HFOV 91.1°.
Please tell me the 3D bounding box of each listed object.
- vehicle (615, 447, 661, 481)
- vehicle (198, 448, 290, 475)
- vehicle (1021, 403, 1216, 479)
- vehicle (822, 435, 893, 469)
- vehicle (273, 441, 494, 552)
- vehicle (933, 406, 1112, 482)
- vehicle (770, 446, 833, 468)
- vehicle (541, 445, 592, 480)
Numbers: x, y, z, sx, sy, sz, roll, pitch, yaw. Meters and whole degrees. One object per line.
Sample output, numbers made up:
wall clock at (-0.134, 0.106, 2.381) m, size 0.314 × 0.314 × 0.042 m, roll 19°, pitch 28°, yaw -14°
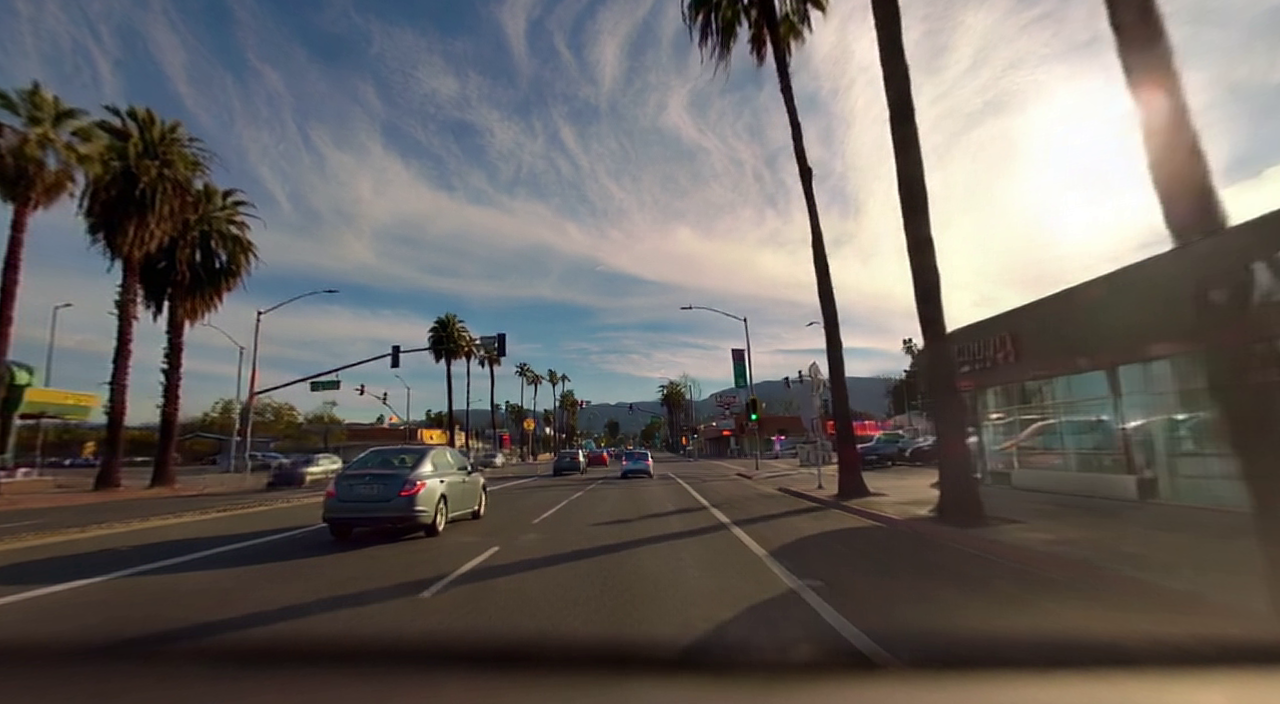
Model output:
vehicle at (-0.038, 5.453, 30.792) m, size 2.094 × 1.496 × 4.070 m, roll 0°, pitch -8°, yaw 1°
vehicle at (-30.870, 8.554, 49.015) m, size 5.616 × 1.927 × 2.324 m, roll -1°, pitch -8°, yaw 2°
vehicle at (13.887, 2.695, 18.713) m, size 2.003 × 1.910 × 4.725 m, roll -2°, pitch -9°, yaw 0°
vehicle at (11.141, 5.142, 32.499) m, size 1.982 × 1.623 × 4.211 m, roll 0°, pitch -9°, yaw -2°
vehicle at (-4.077, 2.333, 10.960) m, size 1.904 × 1.513 × 4.410 m, roll 0°, pitch -9°, yaw 1°
vehicle at (11.104, 2.783, 18.870) m, size 2.111 × 1.875 × 5.301 m, roll -2°, pitch -9°, yaw 1°
vehicle at (11.570, 7.492, 44.936) m, size 3.980 × 1.486 × 2.059 m, roll 5°, pitch -10°, yaw -30°
vehicle at (-3.648, 5.554, 31.794) m, size 1.979 × 1.634 × 3.957 m, roll -1°, pitch -8°, yaw 2°
